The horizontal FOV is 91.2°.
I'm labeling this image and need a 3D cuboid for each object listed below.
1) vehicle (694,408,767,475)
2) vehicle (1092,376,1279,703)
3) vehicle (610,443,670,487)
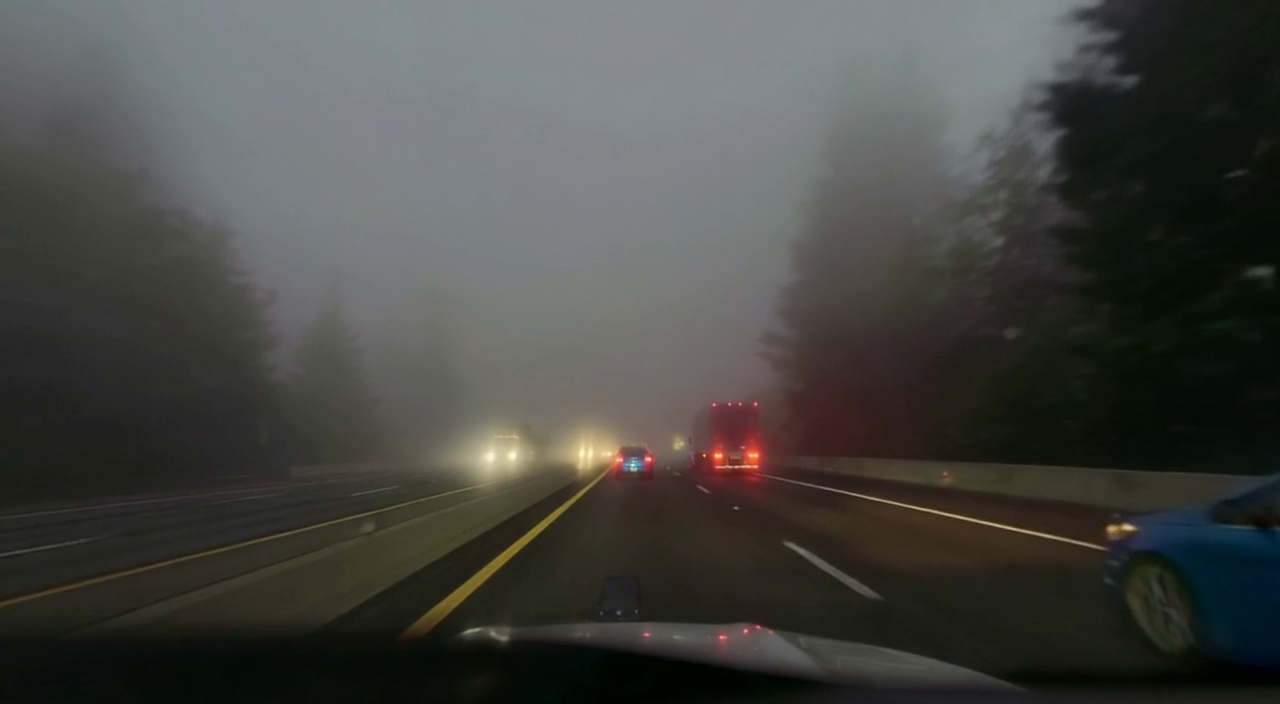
[{"bbox_3d":[4.652,4.868,33.801,2.791,3.201,7.145,0,-9,0],"label":"vehicle"},{"bbox_3d":[3.908,0.733,1.901,1.953,1.540,4.101,0,-9,0],"label":"vehicle"},{"bbox_3d":[-0.045,4.189,23.563,2.066,1.490,3.759,0,-9,-1],"label":"vehicle"}]
